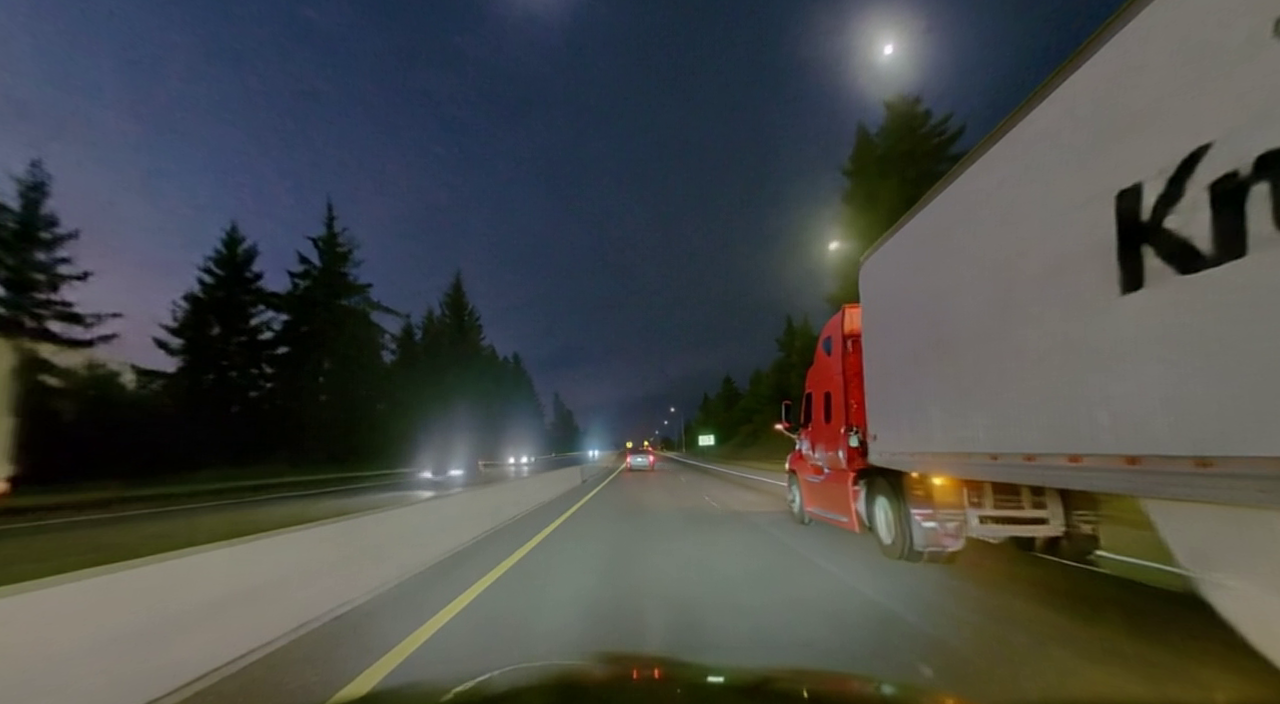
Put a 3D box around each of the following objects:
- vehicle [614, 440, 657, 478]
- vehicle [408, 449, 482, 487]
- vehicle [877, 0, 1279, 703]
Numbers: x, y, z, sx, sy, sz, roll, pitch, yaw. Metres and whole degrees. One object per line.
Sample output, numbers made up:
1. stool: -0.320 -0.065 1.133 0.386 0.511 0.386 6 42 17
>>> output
1. vehicle: -0.215 5.645 33.298 2.105 1.865 4.102 0 -9 0
2. vehicle: -8.711 5.205 28.556 2.014 1.567 4.117 0 -9 0
3. vehicle: 4.222 0.074 4.227 2.945 3.903 5.826 0 -9 1
